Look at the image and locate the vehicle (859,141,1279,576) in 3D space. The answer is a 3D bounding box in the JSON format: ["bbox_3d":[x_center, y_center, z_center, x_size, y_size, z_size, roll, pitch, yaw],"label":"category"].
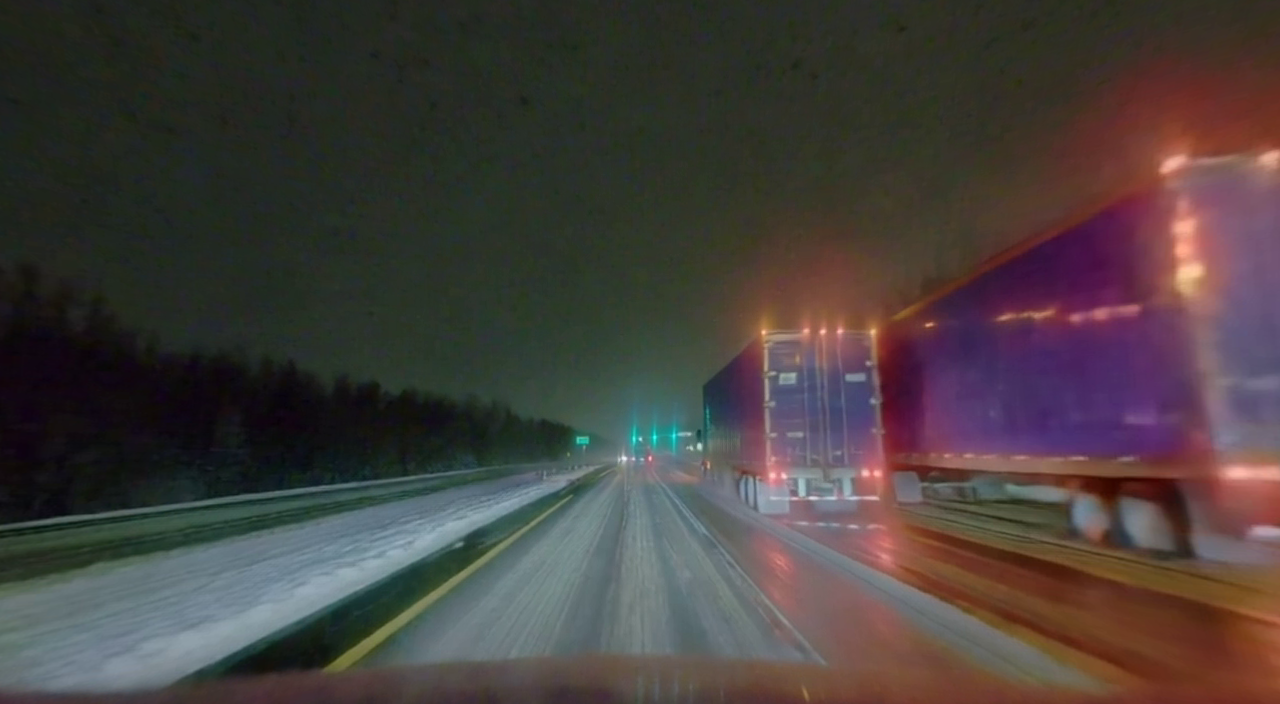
[{"bbox_3d":[7.922,0.826,11.441,3.268,4.172,12.771,-1,-8,1],"label":"vehicle"}]

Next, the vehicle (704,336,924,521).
[{"bbox_3d":[3.515,1.945,15.203,2.859,3.332,7.735,0,-9,-2],"label":"vehicle"}]
